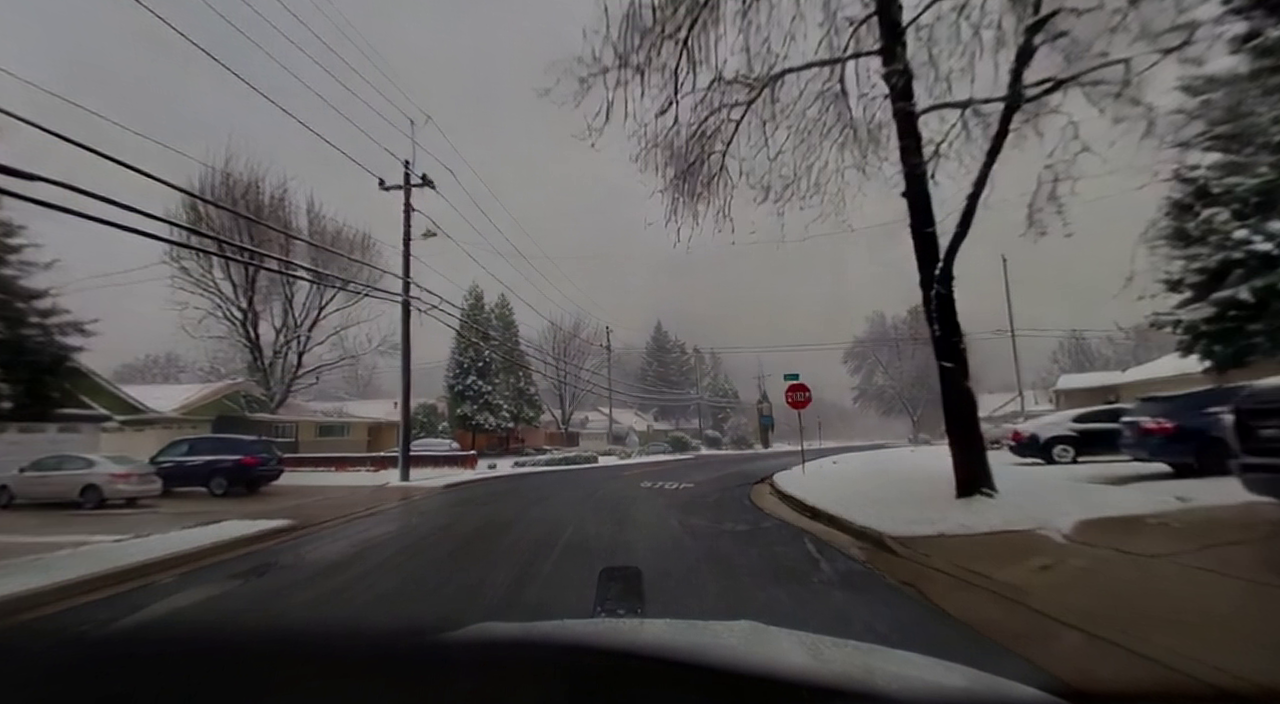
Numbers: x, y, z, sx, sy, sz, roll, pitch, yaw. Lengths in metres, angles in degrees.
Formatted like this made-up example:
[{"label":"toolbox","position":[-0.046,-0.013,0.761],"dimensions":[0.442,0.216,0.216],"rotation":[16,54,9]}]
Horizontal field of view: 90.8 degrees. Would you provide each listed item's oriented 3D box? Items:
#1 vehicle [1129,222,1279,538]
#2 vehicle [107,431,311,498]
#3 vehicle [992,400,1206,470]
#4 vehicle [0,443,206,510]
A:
[{"label":"vehicle","position":[10.770,0.316,6.359],"dimensions":[8.828,3.111,3.352],"rotation":[0,-7,0]},{"label":"vehicle","position":[-12.548,3.278,18.664],"dimensions":[4.484,1.852,2.009],"rotation":[0,-8,-1]},{"label":"vehicle","position":[12.312,2.291,17.285],"dimensions":[4.180,1.759,1.940],"rotation":[-2,-8,11]},{"label":"vehicle","position":[-13.371,2.995,15.448],"dimensions":[4.103,1.498,1.909],"rotation":[0,-8,2]}]
